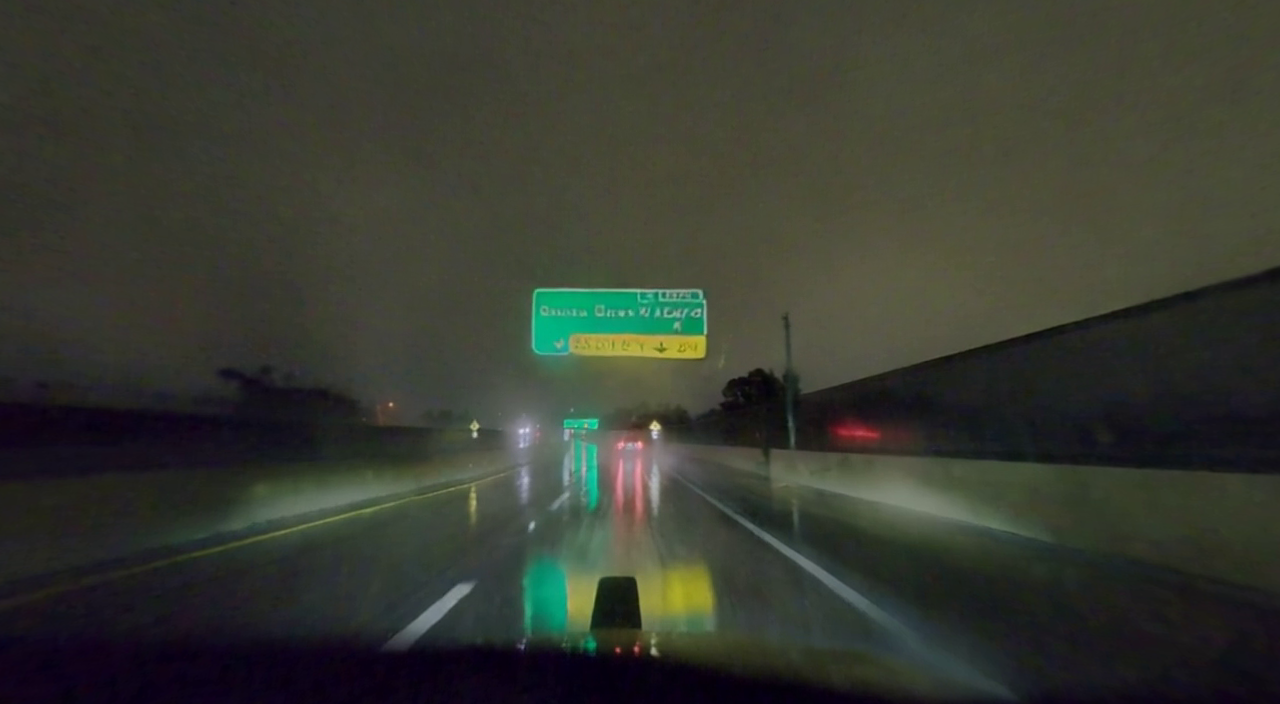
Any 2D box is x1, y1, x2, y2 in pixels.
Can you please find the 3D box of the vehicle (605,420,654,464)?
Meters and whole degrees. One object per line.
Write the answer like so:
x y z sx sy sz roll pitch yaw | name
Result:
-0.726 5.714 39.959 2.805 2.528 7.246 0 -8 -2 | vehicle

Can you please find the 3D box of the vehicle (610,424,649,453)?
-0.700 5.325 38.720 2.157 1.647 4.524 0 -8 -4 | vehicle
